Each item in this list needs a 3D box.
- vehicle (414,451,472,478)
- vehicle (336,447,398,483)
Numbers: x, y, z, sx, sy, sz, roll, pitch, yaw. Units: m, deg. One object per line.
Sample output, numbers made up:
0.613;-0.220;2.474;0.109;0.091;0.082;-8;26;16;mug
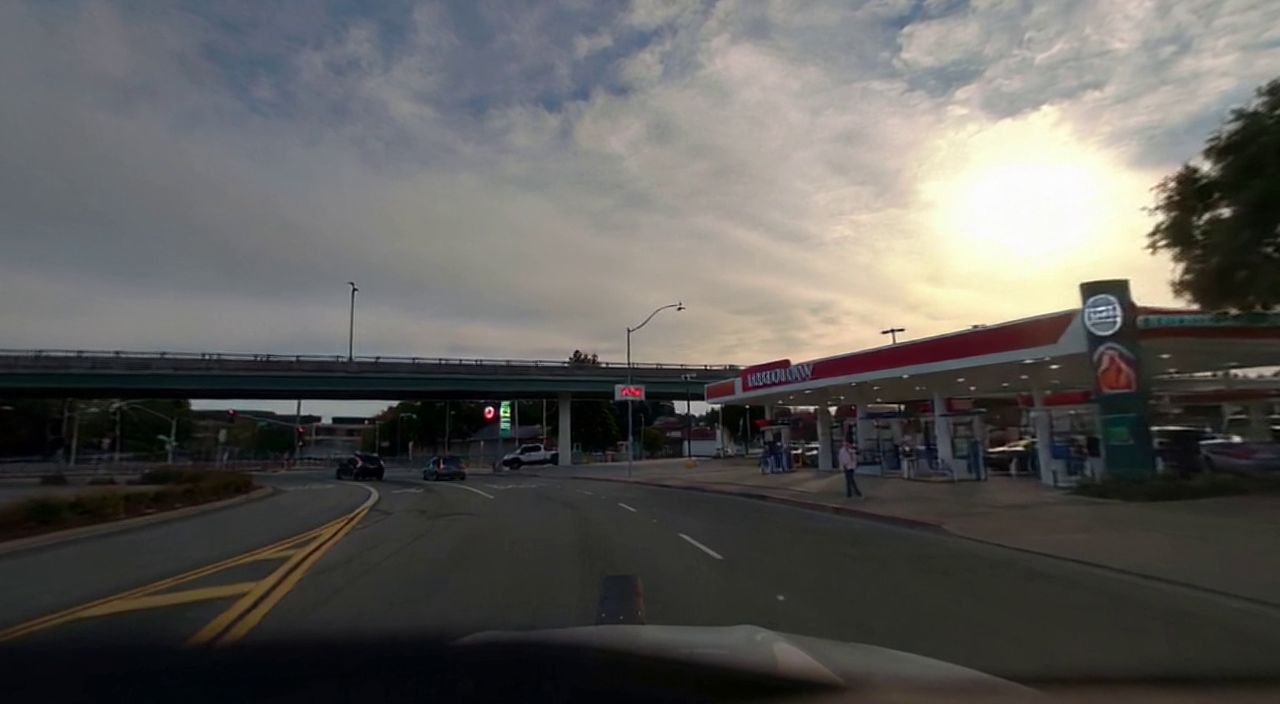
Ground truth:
-14.414;8.186;45.984;2.202;1.822;4.826;8;-12;-40;vehicle
-16.697;6.831;38.344;2.254;2.006;4.766;7;-11;-37;vehicle
